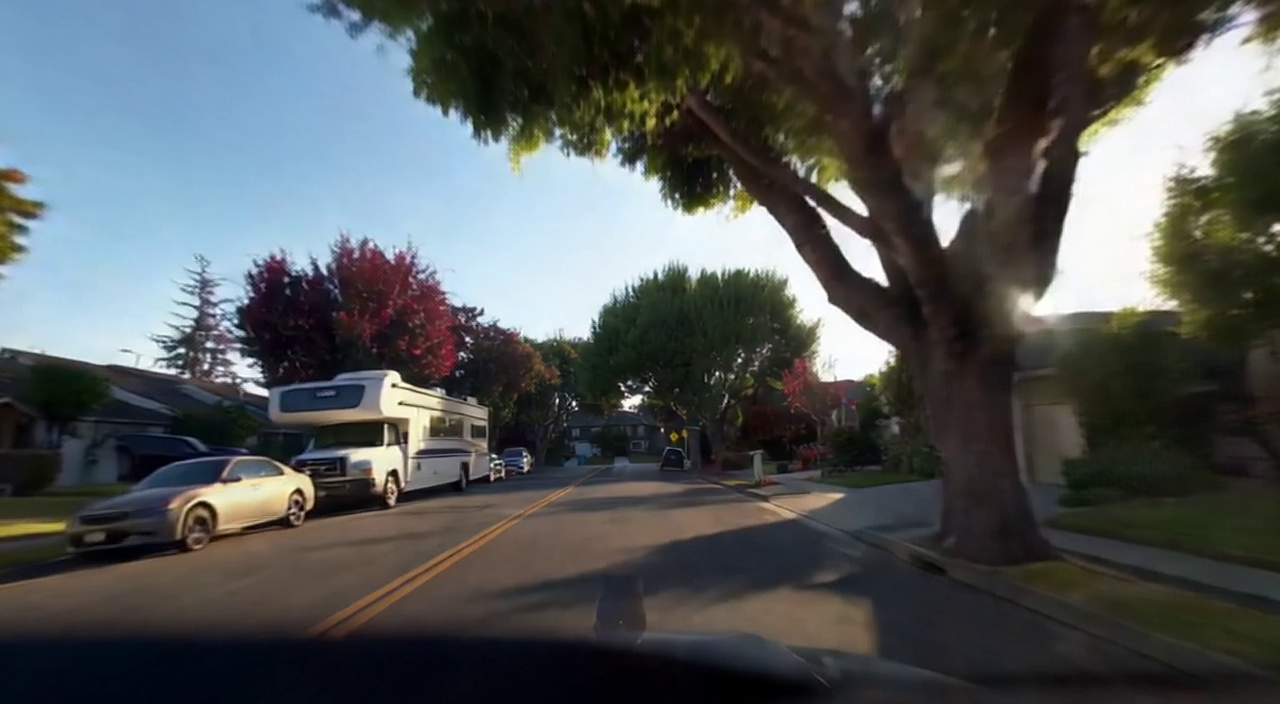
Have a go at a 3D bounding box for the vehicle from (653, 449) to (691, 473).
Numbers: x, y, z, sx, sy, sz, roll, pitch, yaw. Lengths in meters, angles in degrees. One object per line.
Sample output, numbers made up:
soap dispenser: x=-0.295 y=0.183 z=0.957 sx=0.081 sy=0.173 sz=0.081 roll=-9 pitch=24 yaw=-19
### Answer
vehicle: x=2.111 y=7.445 z=43.437 sx=2.167 sy=1.479 sz=4.597 roll=0 pitch=-9 yaw=-3

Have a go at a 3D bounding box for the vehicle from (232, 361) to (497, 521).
vehicle: x=-7.355 y=2.966 z=19.801 sx=3.103 sy=3.479 sz=11.801 roll=-1 pitch=-10 yaw=-1

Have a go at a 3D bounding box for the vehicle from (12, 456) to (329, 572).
vehicle: x=-7.375 y=2.528 z=10.721 sx=1.932 sy=1.438 sz=4.552 roll=0 pitch=-9 yaw=-1
